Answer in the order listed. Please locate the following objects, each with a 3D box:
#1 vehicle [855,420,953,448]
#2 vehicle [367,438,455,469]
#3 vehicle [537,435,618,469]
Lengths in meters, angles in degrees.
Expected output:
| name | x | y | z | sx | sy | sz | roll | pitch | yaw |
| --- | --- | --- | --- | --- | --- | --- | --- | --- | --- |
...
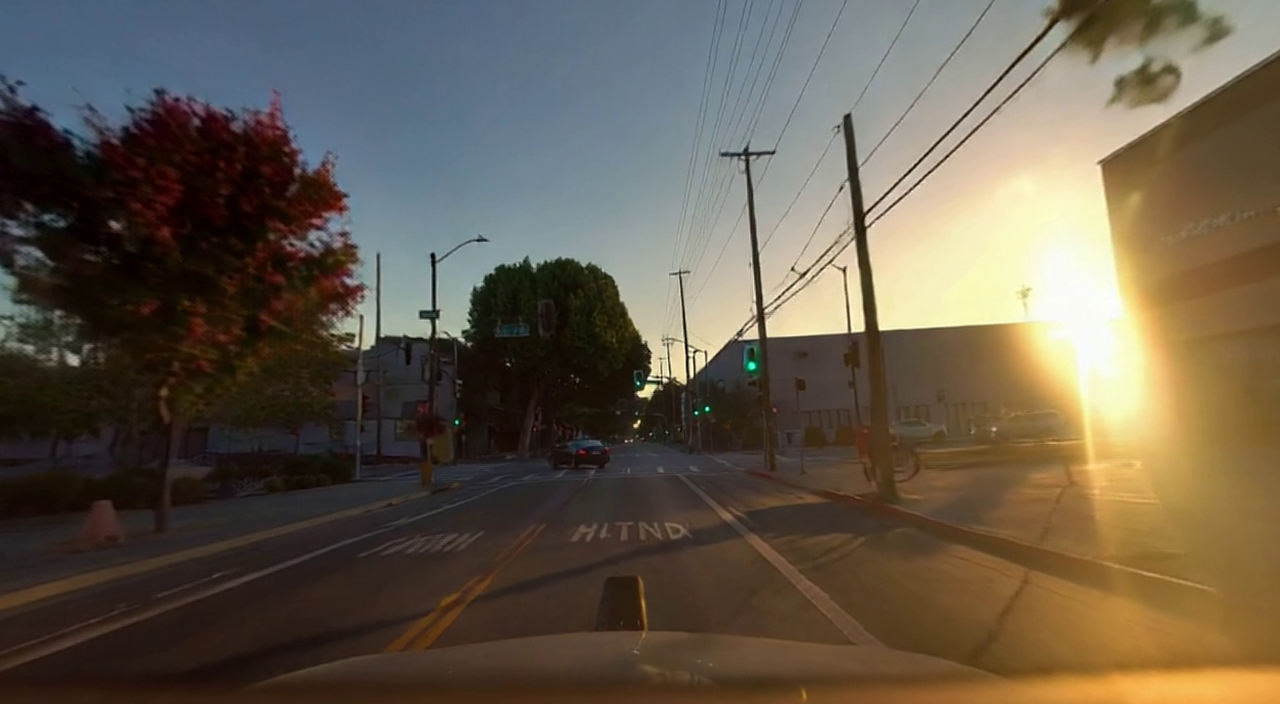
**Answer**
| name | x | y | z | sx | sy | sz | roll | pitch | yaw |
| --- | --- | --- | --- | --- | --- | --- | --- | --- | --- |
| vehicle | 14.683 | 4.595 | 35.289 | 4.632 | 1.484 | 1.907 | 0 | -8 | -1 |
| vehicle | -13.445 | 5.981 | 37.218 | 4.472 | 1.736 | 1.874 | -2 | -9 | 11 |
| vehicle | -3.143 | 4.855 | 30.844 | 2.118 | 1.478 | 4.624 | 5 | -10 | -31 |
